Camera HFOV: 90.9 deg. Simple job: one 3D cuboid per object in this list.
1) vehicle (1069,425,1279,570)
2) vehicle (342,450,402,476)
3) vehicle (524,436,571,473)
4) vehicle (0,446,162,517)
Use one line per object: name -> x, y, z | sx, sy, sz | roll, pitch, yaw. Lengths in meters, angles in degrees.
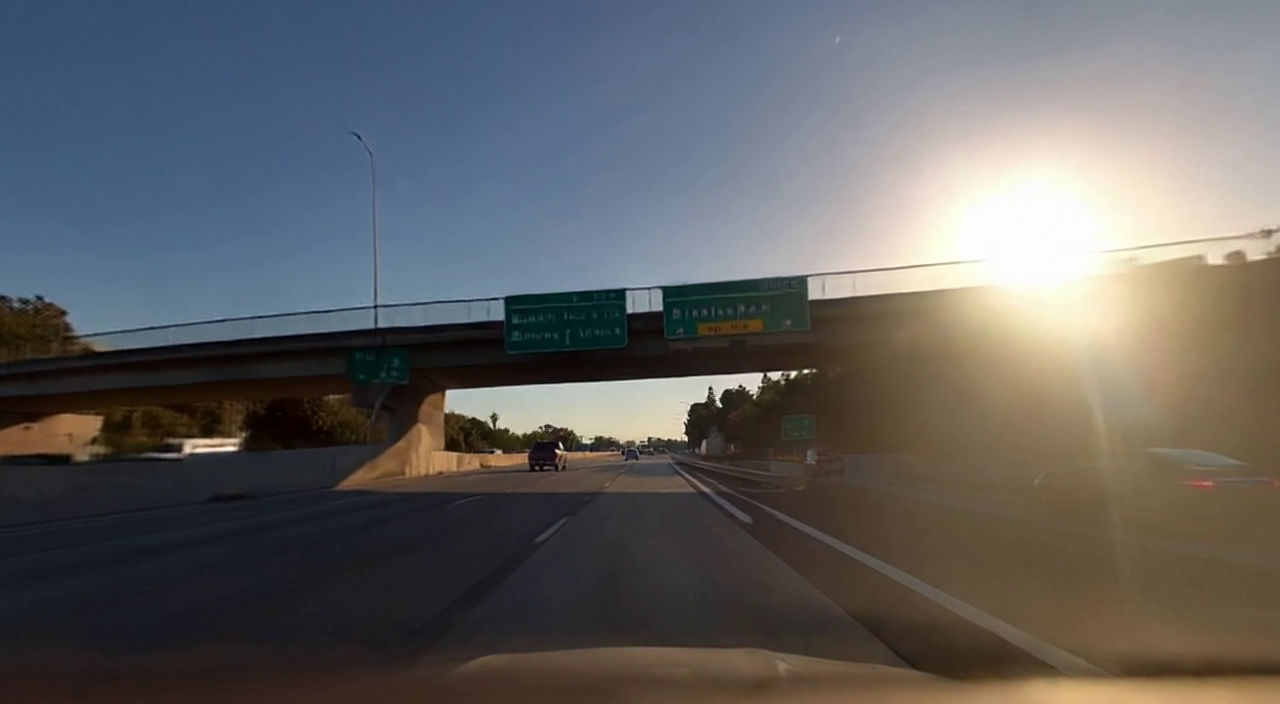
vehicle -> 9.783, 2.268, 10.562 | 2.146, 1.929, 4.388 | -1, -9, 2
vehicle -> -19.844, 8.189, 46.890 | 2.442, 1.756, 4.528 | 0, -9, 0
vehicle -> -6.301, 7.043, 43.632 | 2.264, 2.379, 5.248 | -1, -9, 2
vehicle -> -16.469, 3.566, 17.970 | 2.051, 1.715, 4.579 | 0, -9, 1
